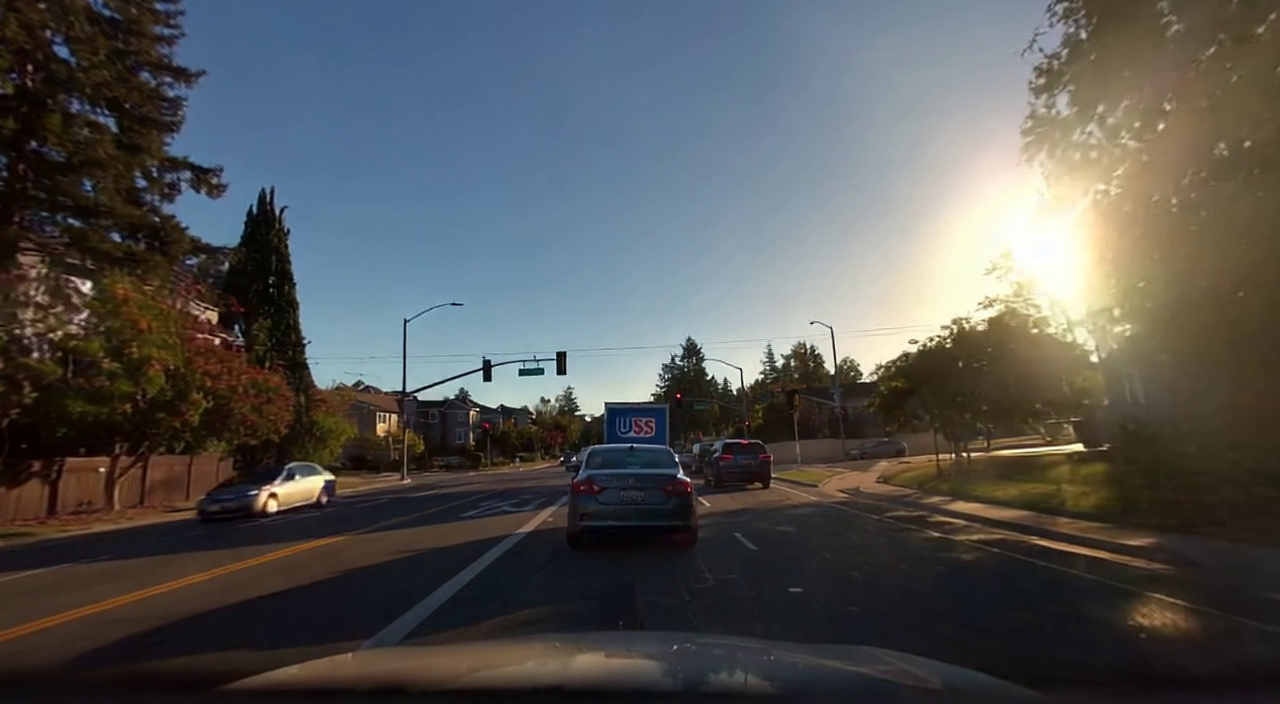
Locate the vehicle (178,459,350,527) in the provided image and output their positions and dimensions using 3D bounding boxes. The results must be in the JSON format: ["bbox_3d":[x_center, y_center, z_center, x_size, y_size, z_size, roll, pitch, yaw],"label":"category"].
[{"bbox_3d":[-9.770,3.654,16.924,1.950,1.467,4.270,0,-8,0],"label":"vehicle"}]

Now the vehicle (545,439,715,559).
[{"bbox_3d":[-0.159,2.164,10.100,2.135,1.483,4.207,0,-8,-1],"label":"vehicle"}]

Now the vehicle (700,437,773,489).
[{"bbox_3d":[3.690,4.331,25.054,2.145,1.847,4.524,0,-8,-1],"label":"vehicle"}]
